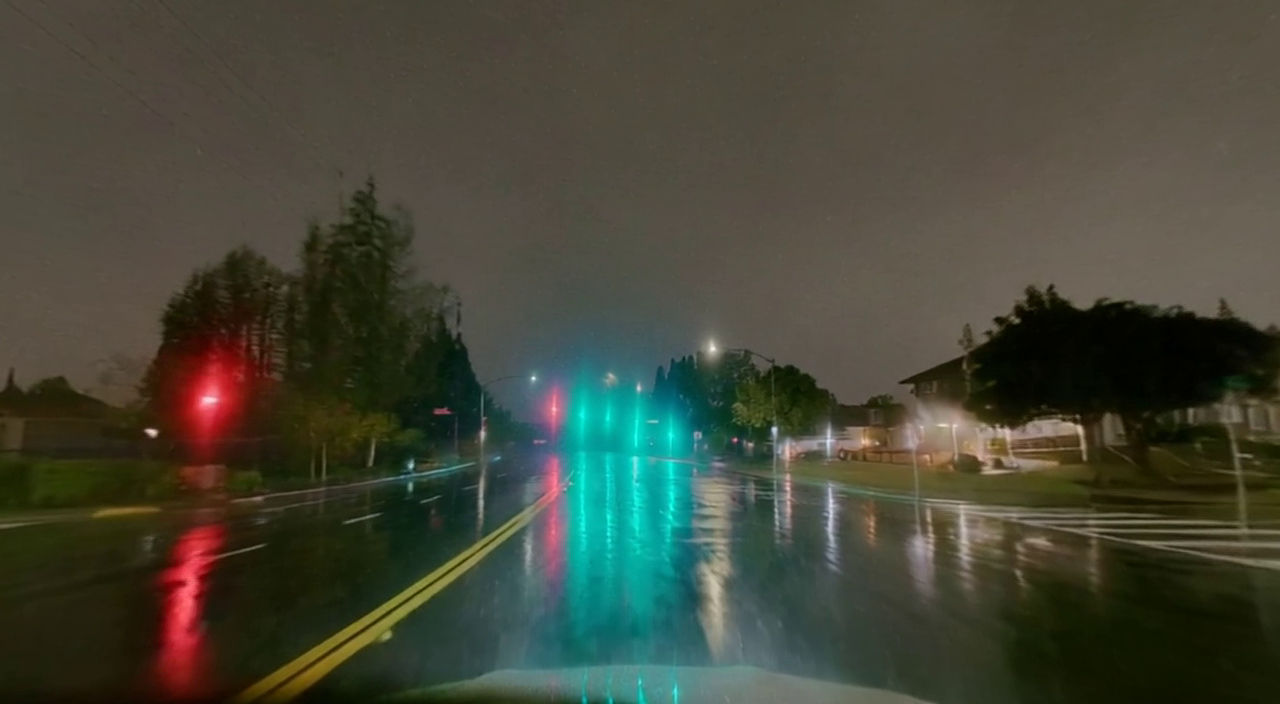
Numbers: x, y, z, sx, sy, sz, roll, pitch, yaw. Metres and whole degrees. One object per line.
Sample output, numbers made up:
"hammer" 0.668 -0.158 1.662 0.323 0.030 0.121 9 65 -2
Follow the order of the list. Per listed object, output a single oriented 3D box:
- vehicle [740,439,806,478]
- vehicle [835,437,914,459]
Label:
"vehicle" 6.140 4.972 29.747 2.024 1.710 4.525 0 -8 -1
"vehicle" 16.022 6.588 43.346 4.656 1.466 1.924 0 -8 -1
